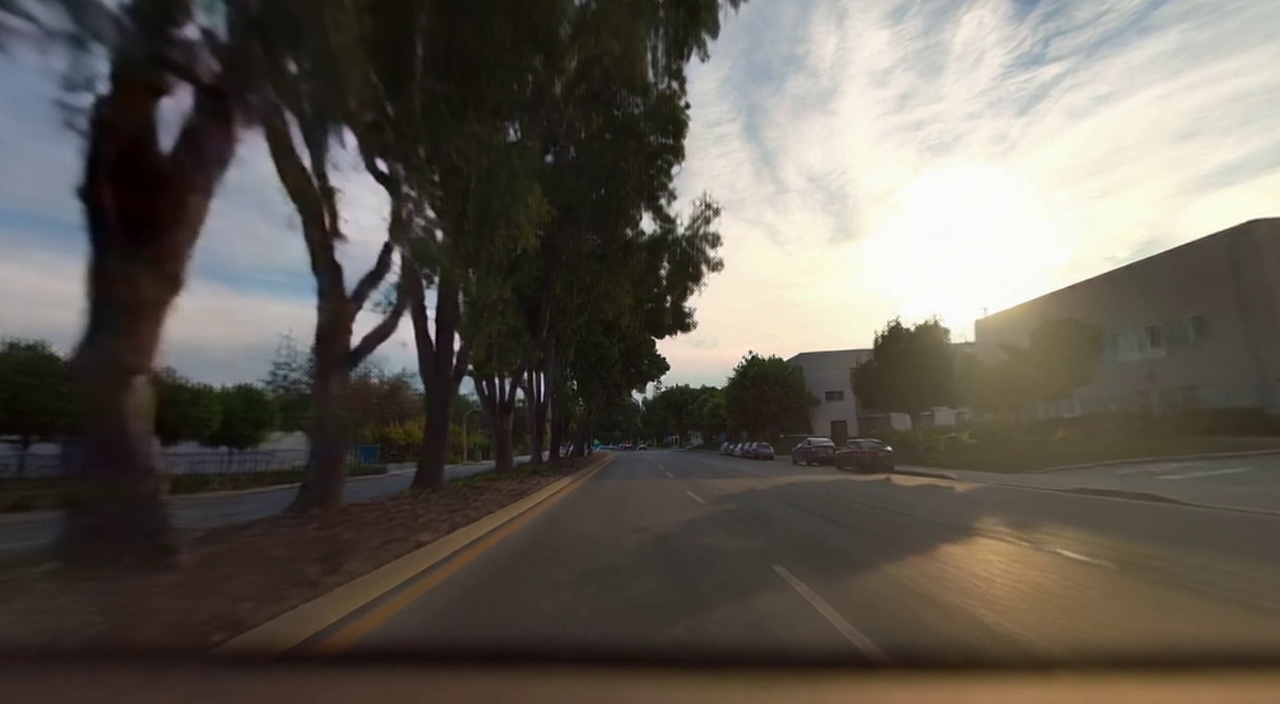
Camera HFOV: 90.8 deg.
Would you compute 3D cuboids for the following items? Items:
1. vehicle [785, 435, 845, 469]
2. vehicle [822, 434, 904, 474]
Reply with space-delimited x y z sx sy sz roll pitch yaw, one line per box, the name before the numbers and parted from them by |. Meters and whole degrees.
vehicle | 9.806 5.650 35.821 2.037 1.732 4.530 0 -9 -1
vehicle | 9.926 4.572 28.518 1.984 1.672 4.262 0 -9 -2
